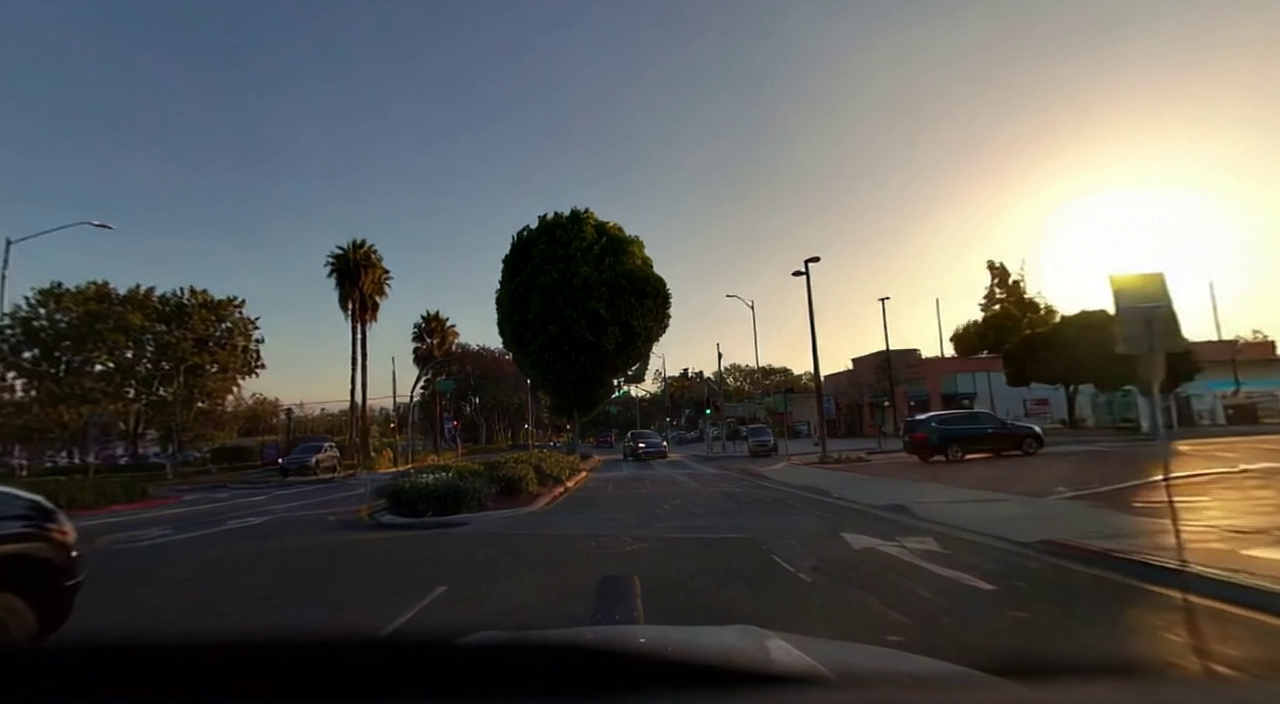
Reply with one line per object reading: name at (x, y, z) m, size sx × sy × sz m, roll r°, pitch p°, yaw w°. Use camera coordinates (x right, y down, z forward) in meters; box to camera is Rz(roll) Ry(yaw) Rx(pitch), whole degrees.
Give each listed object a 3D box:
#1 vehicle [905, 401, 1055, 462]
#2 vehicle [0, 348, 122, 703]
vehicle at (13.223, 3.142, 24.420) m, size 6.059 × 2.082 × 2.703 m, roll 6°, pitch -11°, yaw -37°
vehicle at (-3.820, 0.613, 1.176) m, size 2.062 × 1.728 × 4.246 m, roll 0°, pitch -9°, yaw 0°
